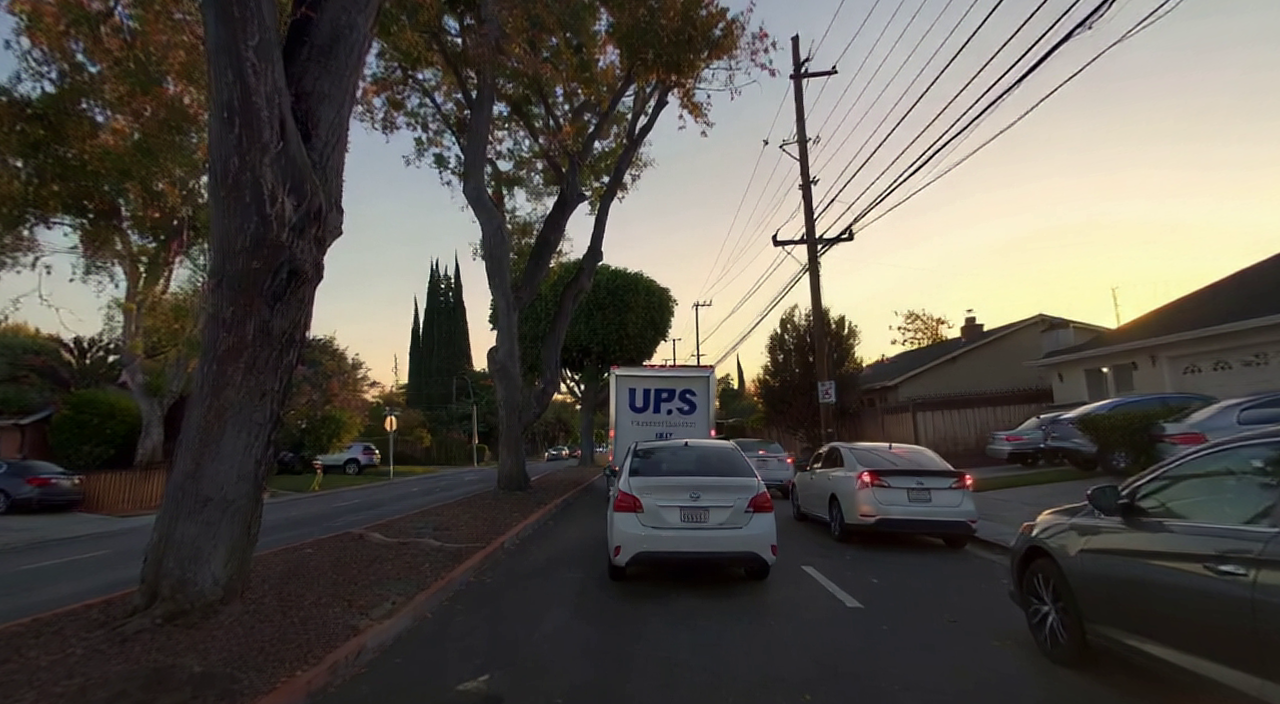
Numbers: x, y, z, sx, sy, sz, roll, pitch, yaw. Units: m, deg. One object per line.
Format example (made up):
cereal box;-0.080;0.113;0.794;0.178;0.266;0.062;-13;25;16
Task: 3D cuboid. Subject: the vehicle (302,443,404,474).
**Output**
vehicle;-17.435;6.463;38.303;5.274;1.793;1.921;0;-8;3

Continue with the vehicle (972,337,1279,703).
vehicle;3.324;0.769;1.932;2.069;1.722;4.888;0;-8;2

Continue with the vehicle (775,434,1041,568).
vehicle;3.496;2.013;9.357;1.993;1.479;4.487;0;-8;0

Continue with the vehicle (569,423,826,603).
vehicle;0.473;1.684;7.533;2.158;1.499;4.377;0;-8;0

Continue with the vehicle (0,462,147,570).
vehicle;-10.350;2.488;9.479;1.925;1.482;4.753;0;-8;0
